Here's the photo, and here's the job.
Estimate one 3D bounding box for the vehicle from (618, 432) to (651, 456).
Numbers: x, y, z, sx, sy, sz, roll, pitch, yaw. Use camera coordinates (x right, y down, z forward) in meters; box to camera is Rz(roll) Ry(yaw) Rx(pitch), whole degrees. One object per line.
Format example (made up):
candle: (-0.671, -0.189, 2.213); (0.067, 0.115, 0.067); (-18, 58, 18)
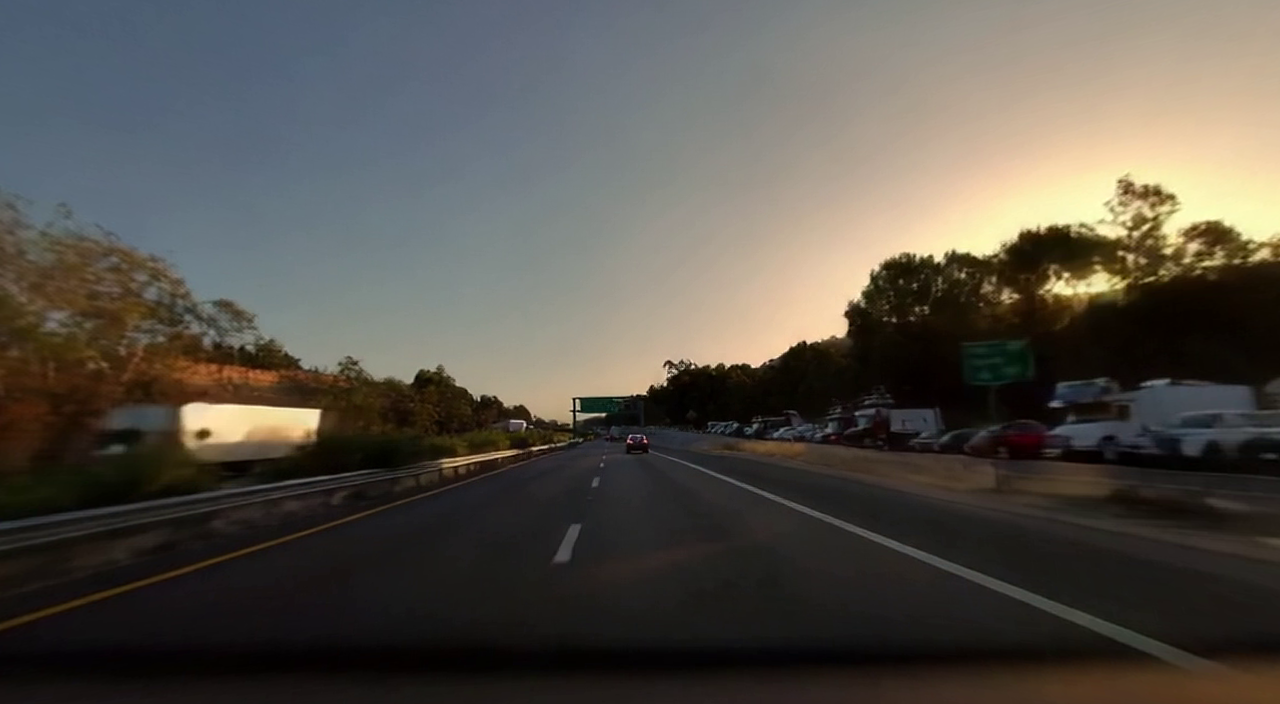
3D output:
vehicle: (-0.403, 6.160, 42.213); (2.037, 1.504, 4.248); (0, -8, -3)
